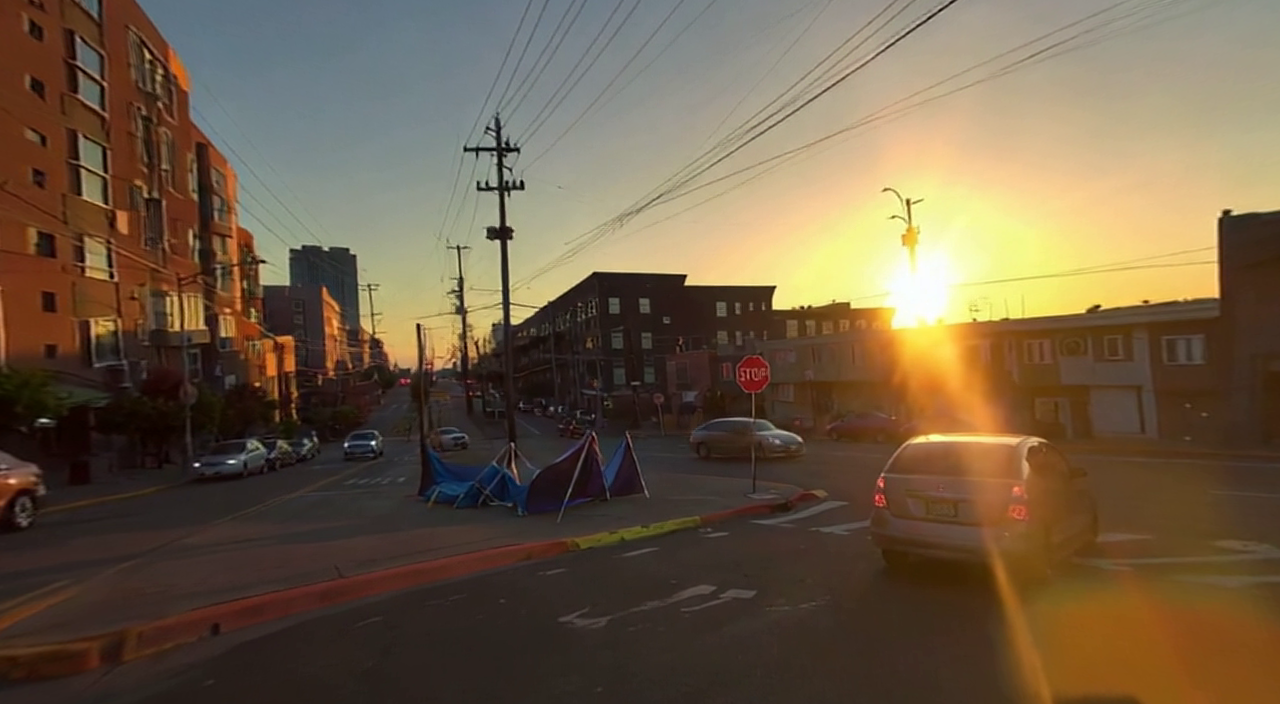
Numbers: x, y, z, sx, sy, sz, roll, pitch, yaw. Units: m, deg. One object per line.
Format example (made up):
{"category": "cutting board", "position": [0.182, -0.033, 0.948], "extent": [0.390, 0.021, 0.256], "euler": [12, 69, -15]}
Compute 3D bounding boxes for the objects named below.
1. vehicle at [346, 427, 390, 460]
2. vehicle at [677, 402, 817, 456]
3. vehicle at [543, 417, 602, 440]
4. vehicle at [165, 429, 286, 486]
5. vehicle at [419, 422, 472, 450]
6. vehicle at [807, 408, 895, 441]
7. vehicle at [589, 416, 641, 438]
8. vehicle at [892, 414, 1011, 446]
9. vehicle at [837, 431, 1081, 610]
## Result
{"category": "vehicle", "position": [-15.522, 5.256, 36.238], "extent": [1.987, 1.686, 3.971], "euler": [0, -8, -19]}
{"category": "vehicle", "position": [4.286, 3.229, 26.290], "extent": [2.152, 1.970, 5.506], "euler": [4, -9, -41]}
{"category": "vehicle", "position": [-4.867, 5.487, 45.117], "extent": [2.089, 1.506, 4.641], "euler": [6, -10, -37]}
{"category": "vehicle", "position": [-14.988, 3.822, 23.255], "extent": [2.054, 1.800, 5.212], "euler": [2, -9, -15]}
{"category": "vehicle", "position": [-13.088, 5.659, 42.357], "extent": [1.870, 1.724, 4.320], "euler": [6, -11, -38]}
{"category": "vehicle", "position": [11.632, 4.081, 35.058], "extent": [1.805, 1.694, 4.214], "euler": [7, -11, -39]}
{"category": "vehicle", "position": [-1.903, 5.643, 47.095], "extent": [1.768, 1.492, 4.090], "euler": [6, -11, -38]}
{"category": "vehicle", "position": [15.116, 3.852, 30.875], "extent": [1.824, 1.414, 4.820], "euler": [7, -11, -41]}
{"category": "vehicle", "position": [4.303, 1.894, 8.174], "extent": [1.945, 1.647, 4.160], "euler": [-7, -10, 37]}
